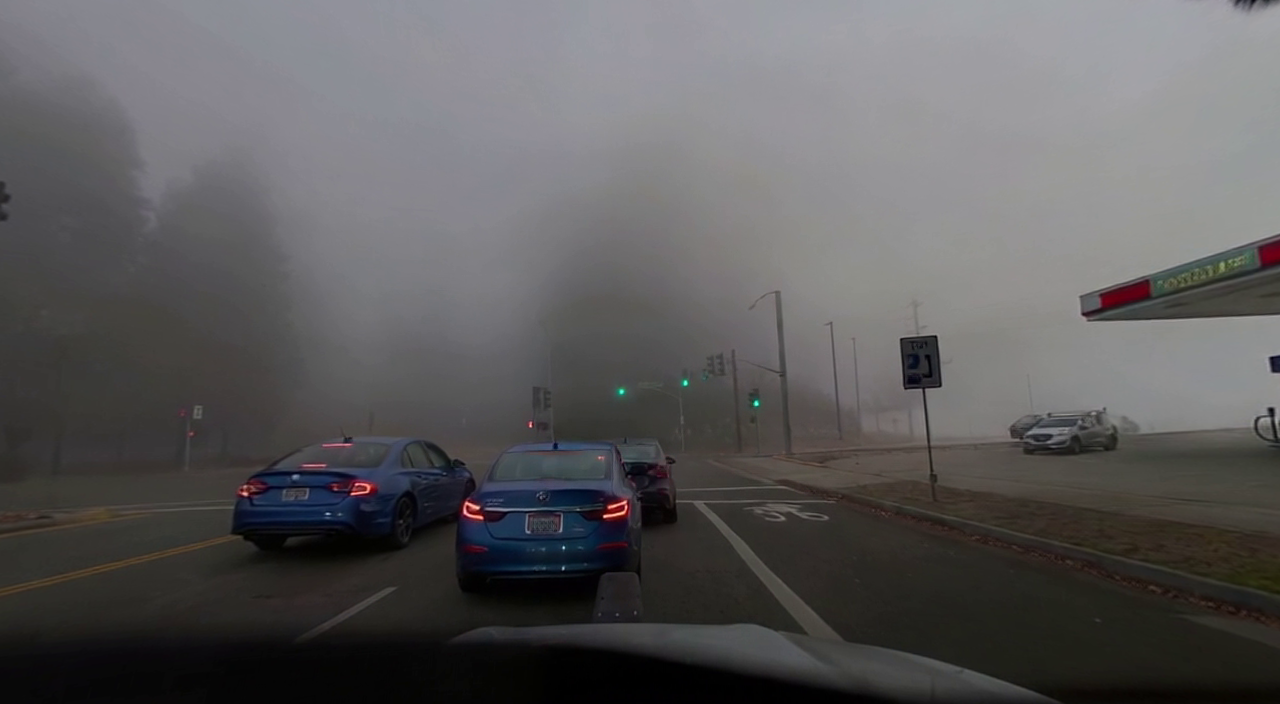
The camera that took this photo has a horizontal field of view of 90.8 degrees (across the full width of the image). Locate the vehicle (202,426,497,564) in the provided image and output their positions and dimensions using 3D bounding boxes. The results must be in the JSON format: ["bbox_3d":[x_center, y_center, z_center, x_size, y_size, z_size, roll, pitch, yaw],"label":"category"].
[{"bbox_3d":[-3.754,1.931,9.402,1.995,1.506,4.773,0,-8,2],"label":"vehicle"}]

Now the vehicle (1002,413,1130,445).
[{"bbox_3d":[21.163,3.859,31.548,4.874,1.502,2.048,0,-8,0],"label":"vehicle"}]

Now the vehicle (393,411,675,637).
[{"bbox_3d":[-0.648,1.495,6.574,1.916,1.510,4.447,0,-8,2],"label":"vehicle"}]
